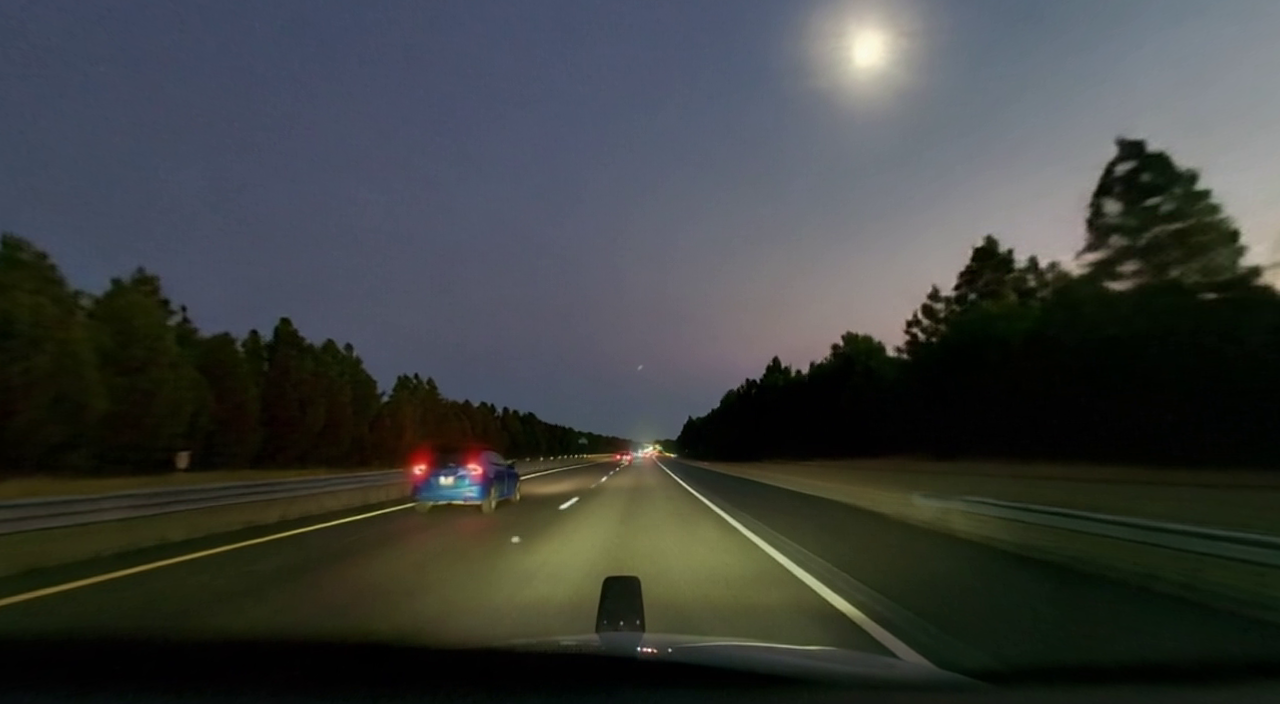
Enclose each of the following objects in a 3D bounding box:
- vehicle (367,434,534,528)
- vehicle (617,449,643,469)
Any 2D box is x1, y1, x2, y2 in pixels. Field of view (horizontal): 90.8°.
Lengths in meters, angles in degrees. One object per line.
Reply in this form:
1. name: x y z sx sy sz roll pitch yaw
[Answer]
1. vehicle: -3.595 2.525 12.876 2.088 1.586 4.000 0 -9 1
2. vehicle: -0.724 8.315 49.244 1.917 1.450 3.997 0 -9 1
